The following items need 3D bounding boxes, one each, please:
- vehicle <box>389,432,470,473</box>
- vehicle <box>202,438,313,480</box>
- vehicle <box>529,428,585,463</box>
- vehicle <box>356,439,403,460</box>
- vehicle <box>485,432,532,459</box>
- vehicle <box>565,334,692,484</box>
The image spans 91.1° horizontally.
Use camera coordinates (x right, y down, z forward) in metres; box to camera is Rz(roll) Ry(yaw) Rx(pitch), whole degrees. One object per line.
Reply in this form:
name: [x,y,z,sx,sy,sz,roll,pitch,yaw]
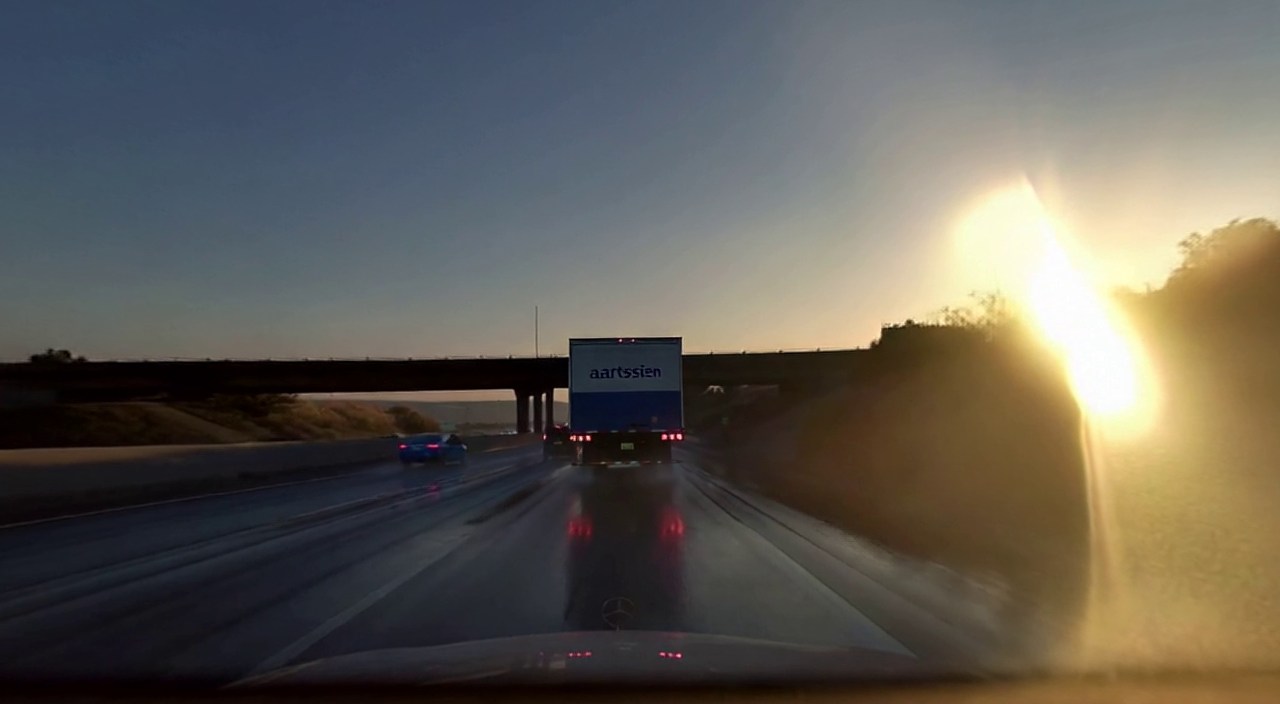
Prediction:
vehicle: [-8.410,4.034,25.499,1.940,1.488,3.976,0,-8,0]
vehicle: [-16.098,4.478,26.764,1.927,1.633,4.459,0,-8,0]
vehicle: [-4.206,4.823,32.746,2.168,1.671,4.888,0,-8,1]
vehicle: [-20.043,7.495,48.480,1.829,1.546,4.004,0,-8,1]
vehicle: [-8.134,5.811,39.382,1.981,1.574,4.561,0,-8,0]
vehicle: [-0.400,2.253,22.683,3.442,4.106,10.719,0,-8,-1]
